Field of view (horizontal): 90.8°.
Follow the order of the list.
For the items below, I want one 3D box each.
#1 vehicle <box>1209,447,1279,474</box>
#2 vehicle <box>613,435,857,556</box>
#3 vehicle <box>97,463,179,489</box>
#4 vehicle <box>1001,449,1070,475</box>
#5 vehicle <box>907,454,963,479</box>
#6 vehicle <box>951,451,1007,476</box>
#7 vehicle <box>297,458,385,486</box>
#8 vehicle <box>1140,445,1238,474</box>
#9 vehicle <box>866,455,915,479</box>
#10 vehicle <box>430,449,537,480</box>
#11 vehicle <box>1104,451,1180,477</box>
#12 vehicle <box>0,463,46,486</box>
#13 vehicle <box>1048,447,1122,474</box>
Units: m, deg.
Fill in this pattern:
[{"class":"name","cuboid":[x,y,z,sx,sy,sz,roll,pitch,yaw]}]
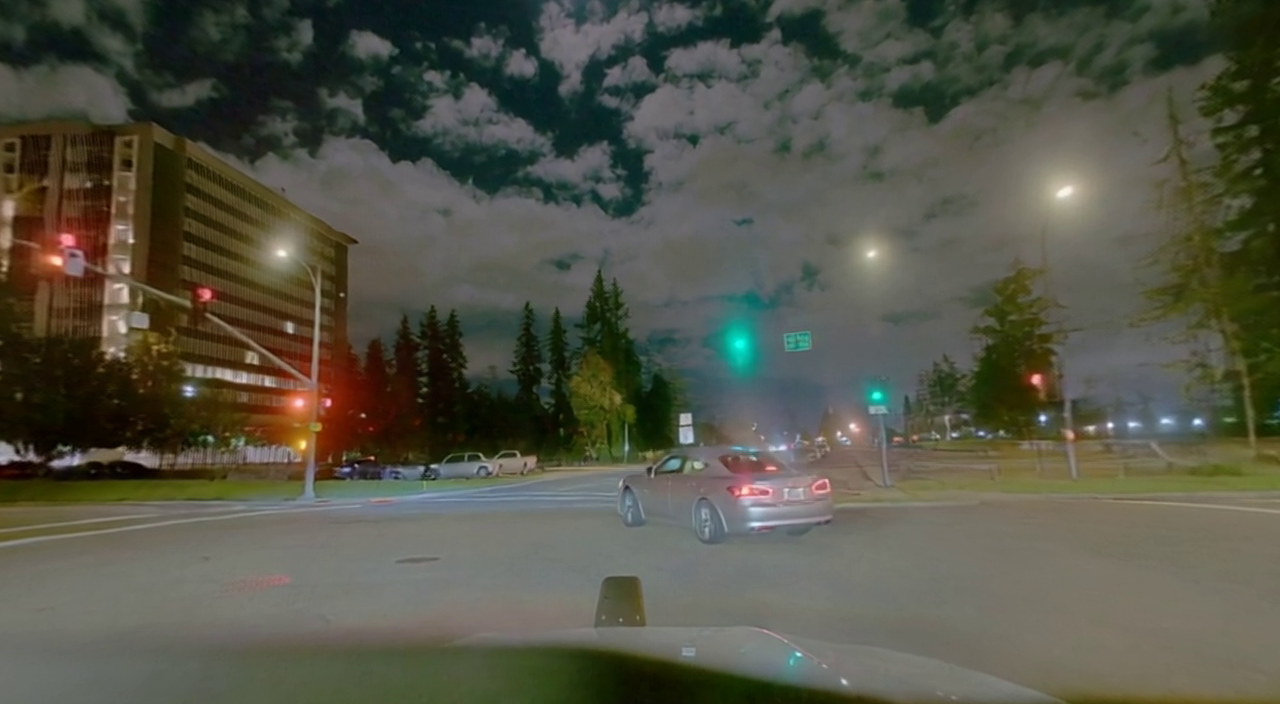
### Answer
[{"class":"vehicle","cuboid":[33.702,5.976,34.854,1.746,1.391,3.360,-1,-9,9]},{"class":"vehicle","cuboid":[1.266,2.194,10.458,1.903,1.529,4.254,4,-10,-25]},{"class":"vehicle","cuboid":[-31.575,7.799,39.872,1.709,1.410,3.945,-1,-9,4]},{"class":"vehicle","cuboid":[22.827,6.338,36.639,1.970,1.449,3.604,-1,-9,7]},{"class":"vehicle","cuboid":[17.419,6.739,37.424,2.006,1.371,3.426,-1,-9,7]},{"class":"vehicle","cuboid":[19.952,6.548,37.301,1.704,1.365,3.315,-1,-9,6]},{"class":"vehicle","cuboid":[-17.261,6.932,36.542,4.207,1.508,1.875,-1,-9,8]},{"class":"vehicle","cuboid":[30.721,6.009,35.543,2.039,1.501,4.231,-1,-9,8]},{"class":"vehicle","cuboid":[14.782,6.798,37.449,1.692,1.343,3.352,-1,-9,4]},{"class":"vehicle","cuboid":[-9.712,7.004,39.449,6.021,1.868,2.172,-1,-9,6]},{"class":"vehicle","cuboid":[28.377,6.309,35.850,1.817,1.361,3.253,-1,-9,7]},{"class":"vehicle","cuboid":[-41.390,8.020,41.288,1.627,1.392,3.330,-1,-9,5]},{"class":"vehicle","cuboid":[25.717,6.270,36.640,1.997,1.495,3.504,-1,-9,7]}]
